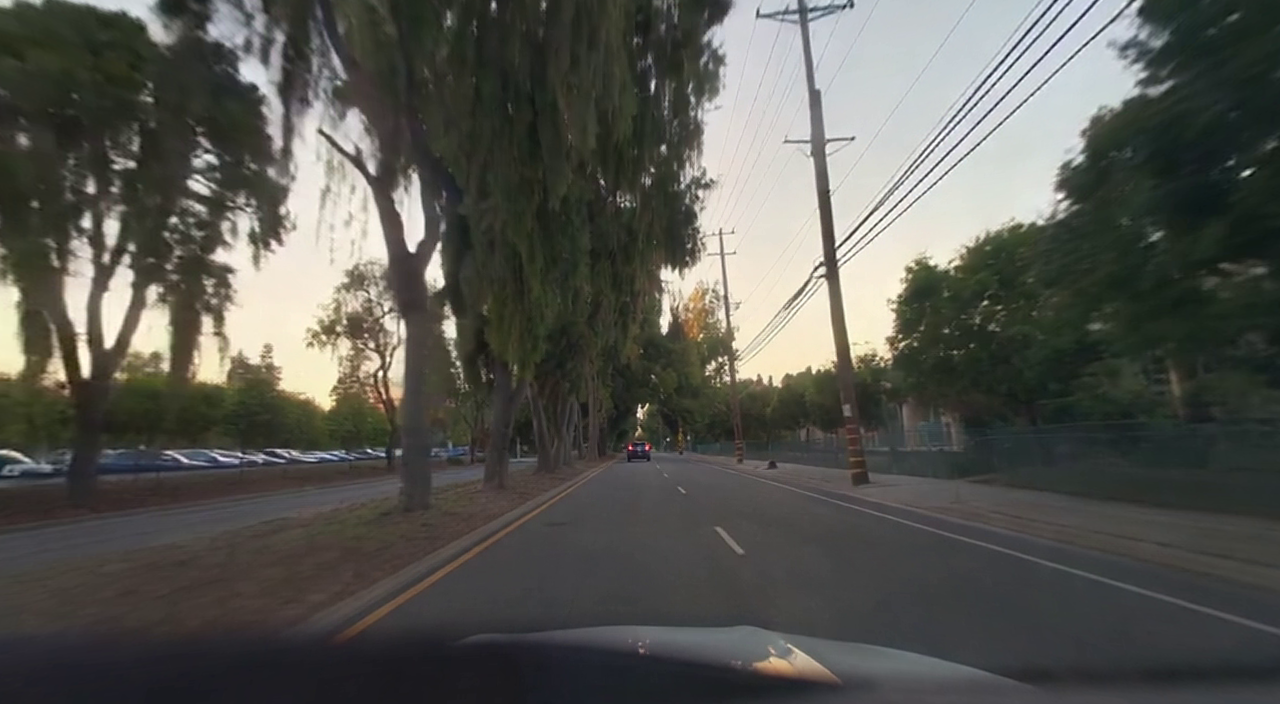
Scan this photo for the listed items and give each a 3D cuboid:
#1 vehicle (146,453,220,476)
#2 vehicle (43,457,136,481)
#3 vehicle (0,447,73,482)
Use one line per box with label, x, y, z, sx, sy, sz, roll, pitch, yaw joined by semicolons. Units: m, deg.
vehicle;-33.499;8.259;46.356;3.967;1.373;1.853;-3;-8;-1
vehicle;-33.993;7.204;39.078;4.035;1.392;1.952;-1;-9;5
vehicle;-33.672;5.965;33.556;5.024;1.788;2.150;-1;-9;2
